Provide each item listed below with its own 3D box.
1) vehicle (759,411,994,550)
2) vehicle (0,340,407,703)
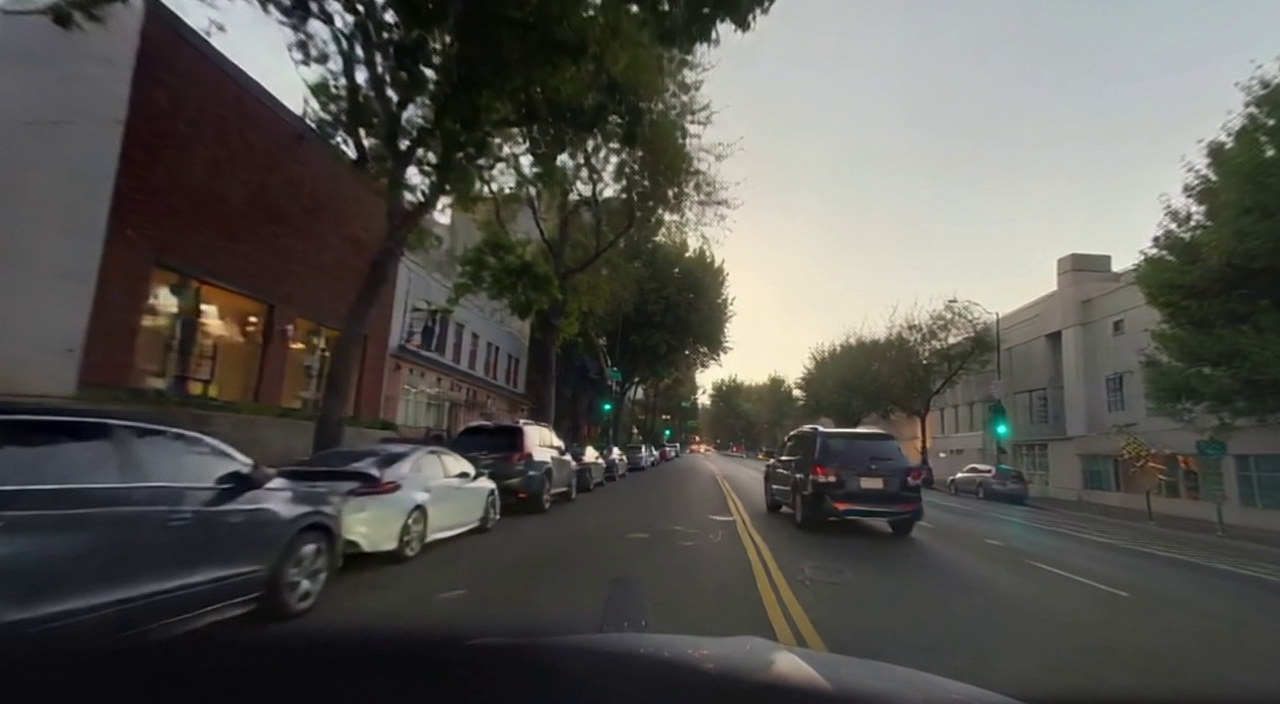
[{"bbox_3d":[3.842,2.221,11.795,2.411,1.899,5.993,-1,-8,4],"label":"vehicle"},{"bbox_3d":[-3.380,0.917,3.179,2.179,1.658,4.765,-1,-8,6],"label":"vehicle"}]
